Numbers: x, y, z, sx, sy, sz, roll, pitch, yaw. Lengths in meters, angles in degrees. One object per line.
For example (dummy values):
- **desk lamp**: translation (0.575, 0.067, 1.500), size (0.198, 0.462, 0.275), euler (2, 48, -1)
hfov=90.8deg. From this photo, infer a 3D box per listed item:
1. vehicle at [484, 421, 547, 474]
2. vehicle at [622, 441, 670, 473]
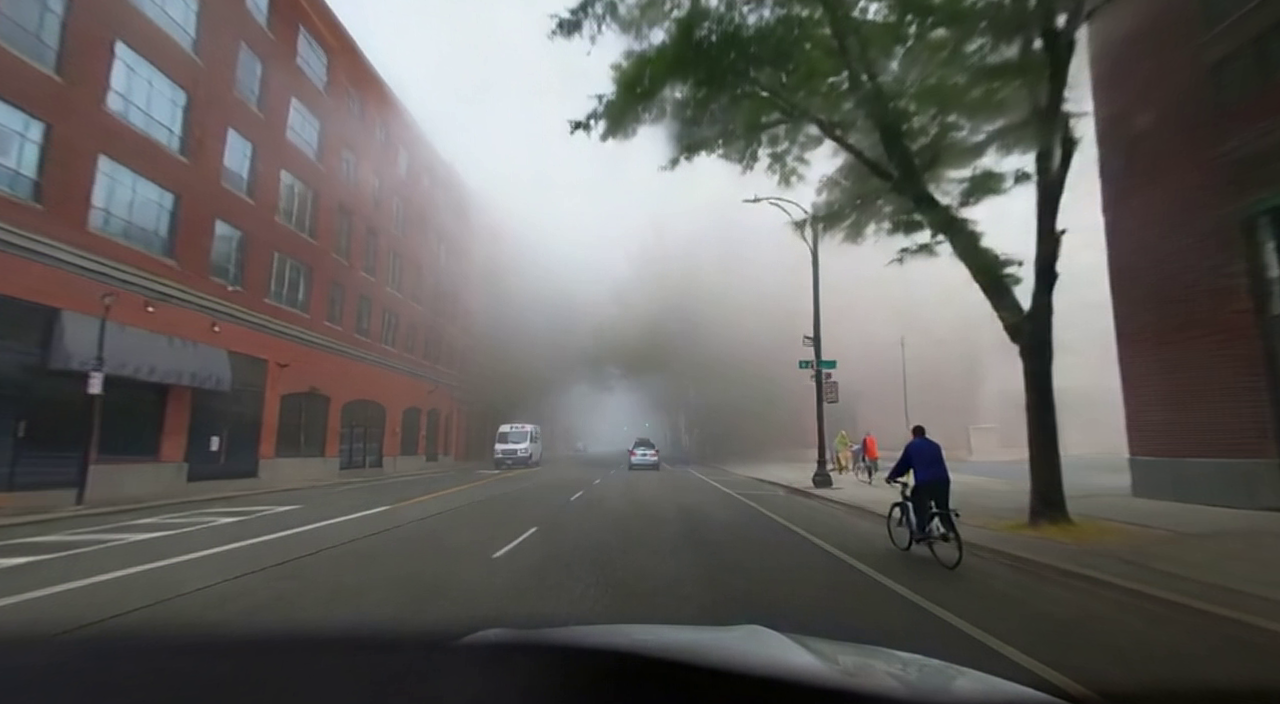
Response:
- **vehicle**: translation (-6.687, 5.213, 34.631), size (2.418, 2.620, 5.522), euler (-1, -8, -1)
- **vehicle**: translation (0.320, 5.485, 33.197), size (2.356, 1.572, 4.810), euler (0, -9, 1)
